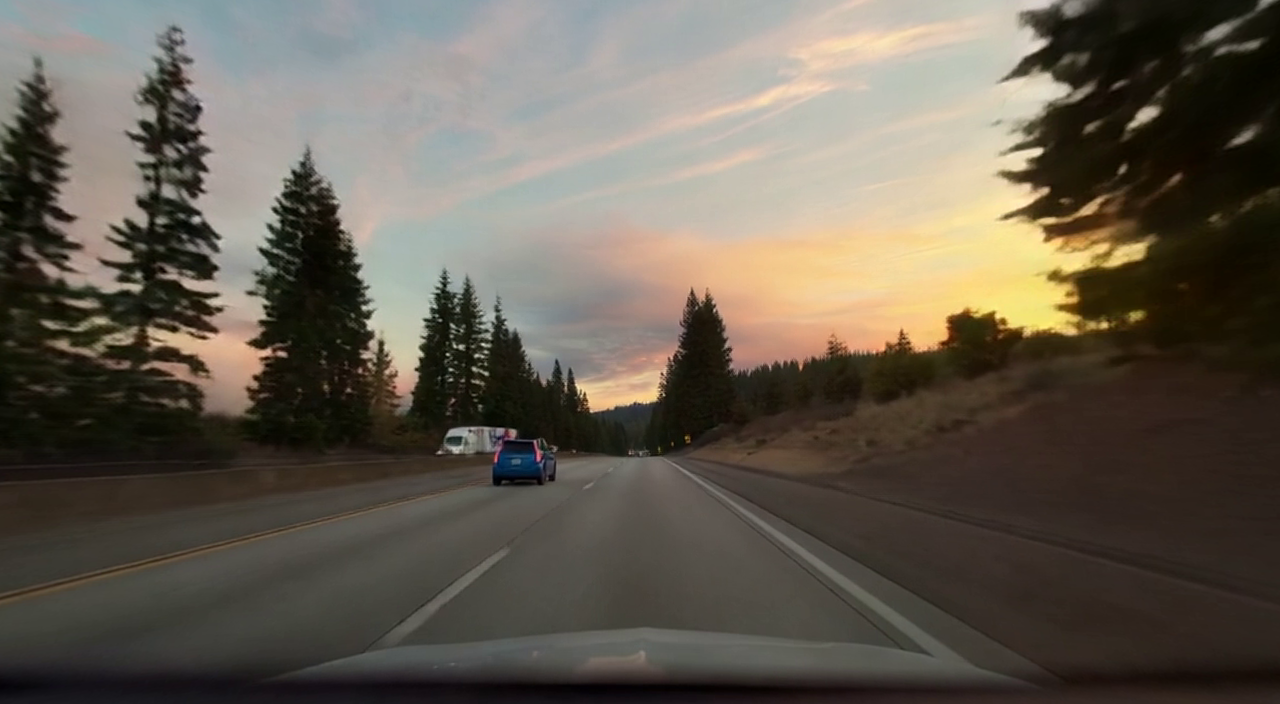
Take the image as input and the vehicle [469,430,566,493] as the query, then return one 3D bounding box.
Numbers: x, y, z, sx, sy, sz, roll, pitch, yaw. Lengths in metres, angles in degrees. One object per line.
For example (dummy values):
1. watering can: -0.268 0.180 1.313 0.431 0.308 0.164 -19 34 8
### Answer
1. vehicle: -3.716 3.405 19.952 2.084 1.752 4.479 0 -8 2
